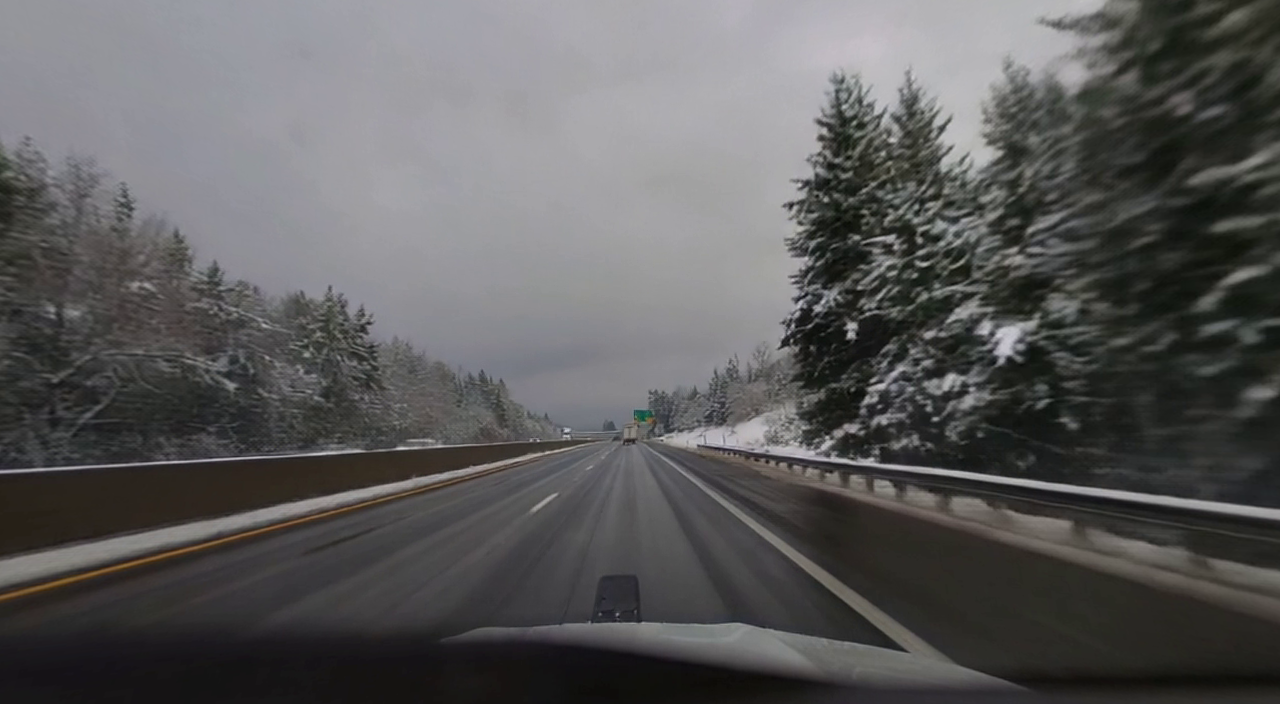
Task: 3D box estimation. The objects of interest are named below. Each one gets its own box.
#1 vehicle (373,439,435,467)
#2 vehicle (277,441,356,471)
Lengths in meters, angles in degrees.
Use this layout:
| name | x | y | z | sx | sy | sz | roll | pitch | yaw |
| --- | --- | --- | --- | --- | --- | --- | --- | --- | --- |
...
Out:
| name | x | y | z | sx | sy | sz | roll | pitch | yaw |
| --- | --- | --- | --- | --- | --- | --- | --- | --- | --- |
| vehicle | -13.248 | 5.654 | 35.647 | 1.870 | 1.420 | 4.366 | 0 | -8 | -1 |
| vehicle | -17.293 | 5.562 | 33.930 | 2.040 | 1.456 | 4.184 | 0 | -8 | 0 |
